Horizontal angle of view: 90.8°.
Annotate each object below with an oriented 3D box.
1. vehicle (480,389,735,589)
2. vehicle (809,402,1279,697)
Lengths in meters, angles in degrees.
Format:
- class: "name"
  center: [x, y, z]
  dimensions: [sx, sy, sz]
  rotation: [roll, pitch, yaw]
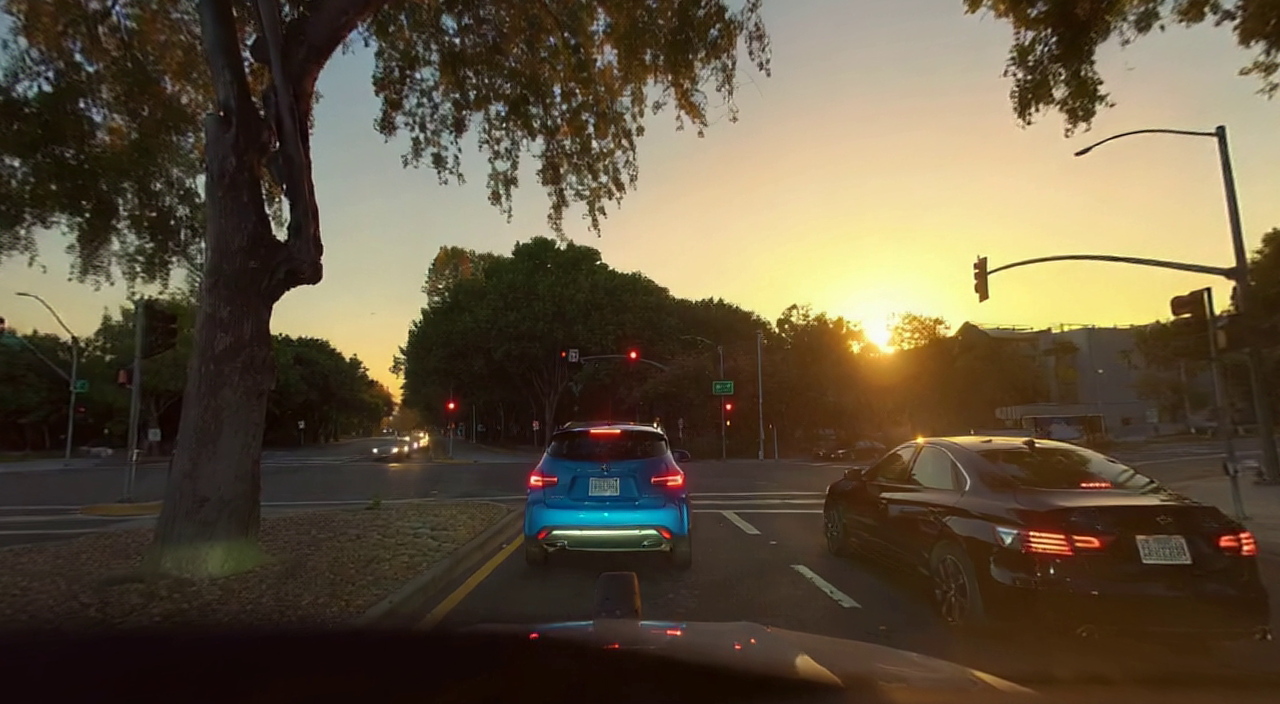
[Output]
- class: "vehicle"
  center: [-0.343, 1.525, 7.787]
  dimensions: [2.247, 1.760, 4.231]
  rotation: [0, -9, -2]
- class: "vehicle"
  center: [3.168, 1.401, 5.763]
  dimensions: [1.932, 1.562, 4.629]
  rotation: [0, -9, -1]
